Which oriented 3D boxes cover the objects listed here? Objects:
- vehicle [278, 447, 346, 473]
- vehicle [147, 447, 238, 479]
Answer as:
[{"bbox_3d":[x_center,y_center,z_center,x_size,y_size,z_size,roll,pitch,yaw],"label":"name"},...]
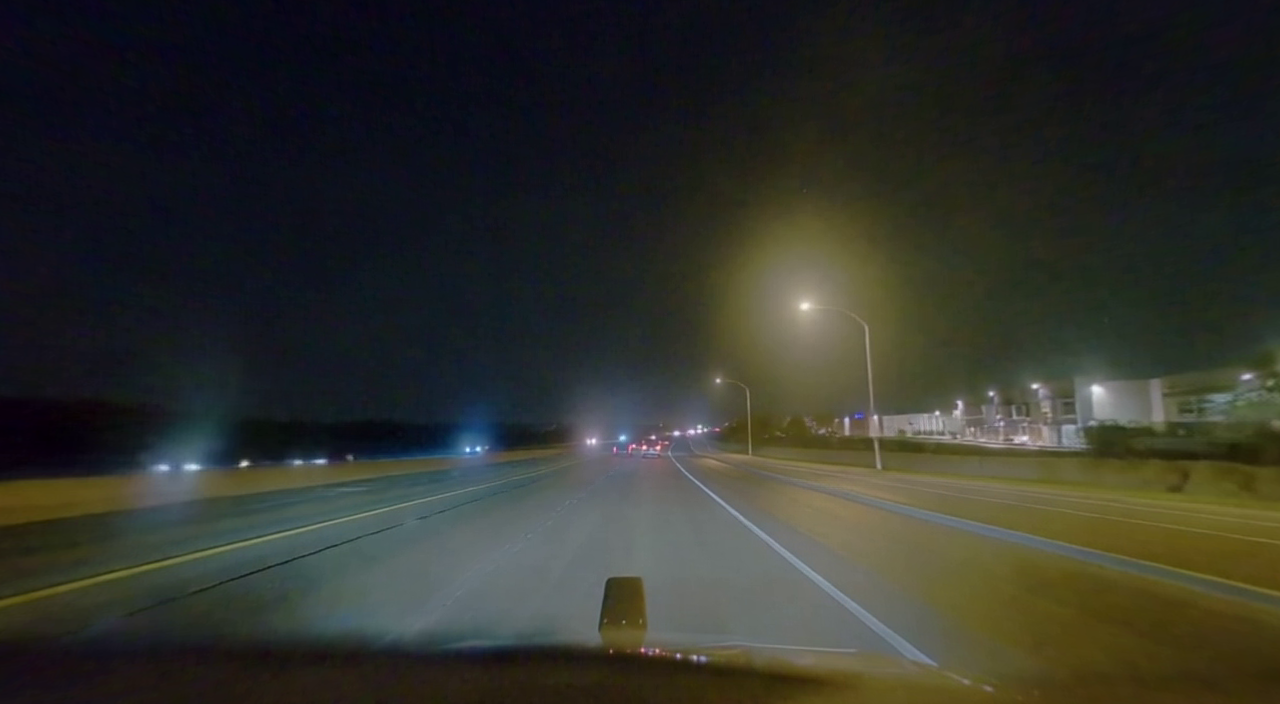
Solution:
[{"bbox_3d":[-20.330,6.690,39.316,1.805,1.444,4.489,-1,-8,1],"label":"vehicle"},{"bbox_3d":[-24.713,6.116,35.023,1.898,1.575,4.253,-1,-8,1],"label":"vehicle"}]
